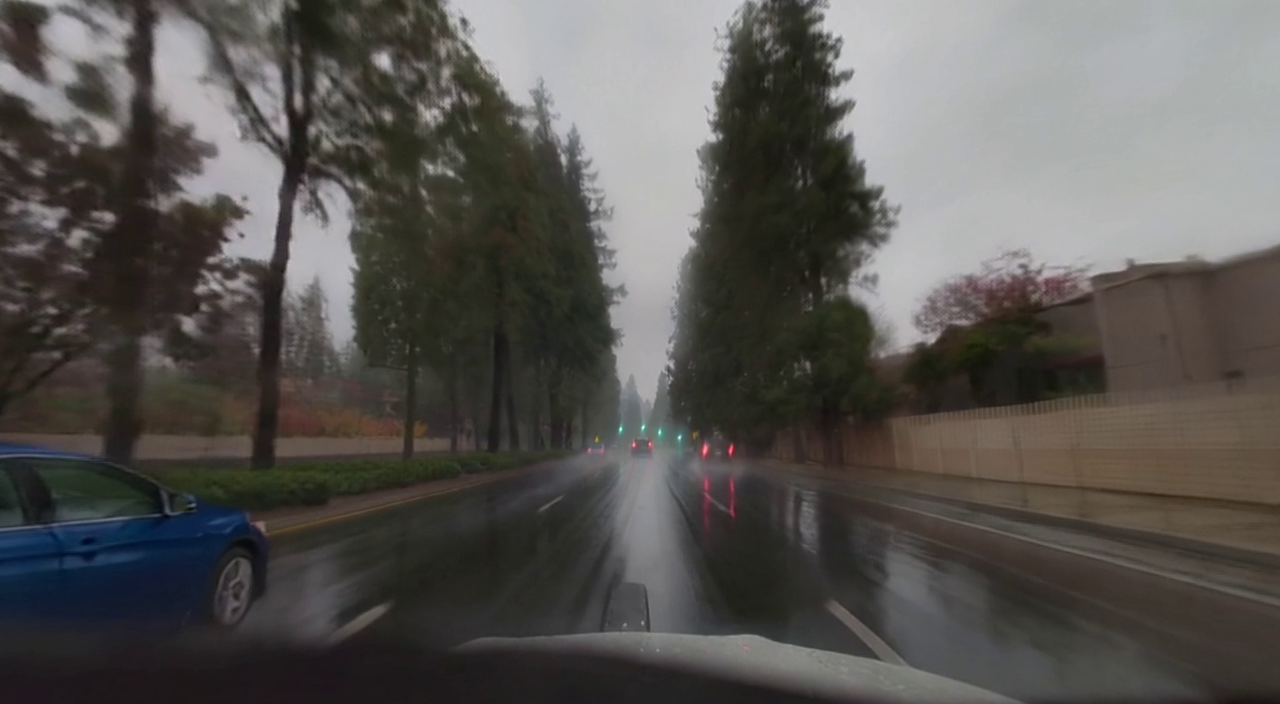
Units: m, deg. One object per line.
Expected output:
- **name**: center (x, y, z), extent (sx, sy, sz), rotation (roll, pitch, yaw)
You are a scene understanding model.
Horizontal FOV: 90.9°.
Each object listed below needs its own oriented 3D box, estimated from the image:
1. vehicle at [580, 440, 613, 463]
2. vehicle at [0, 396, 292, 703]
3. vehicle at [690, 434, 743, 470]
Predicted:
- **vehicle**: center (-2.959, 6.858, 43.560), extent (1.940, 1.473, 4.133), rotation (-1, -8, 1)
- **vehicle**: center (-3.659, 0.873, 2.077), extent (2.091, 1.503, 4.989), rotation (-1, -8, 1)
- **vehicle**: center (3.851, 5.133, 32.467), extent (2.182, 1.688, 4.187), rotation (0, -8, -1)
